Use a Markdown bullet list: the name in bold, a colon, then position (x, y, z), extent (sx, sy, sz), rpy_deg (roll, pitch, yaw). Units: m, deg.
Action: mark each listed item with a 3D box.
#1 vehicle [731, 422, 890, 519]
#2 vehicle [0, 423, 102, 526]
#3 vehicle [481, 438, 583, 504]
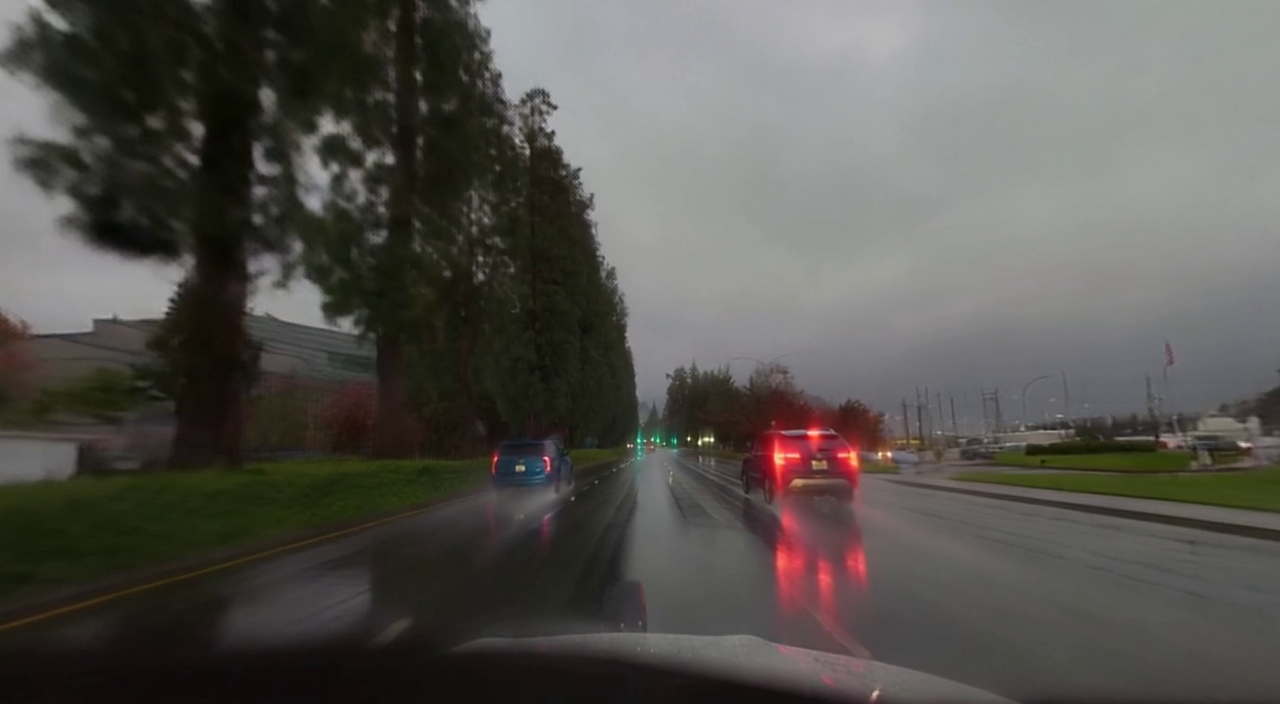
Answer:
- **vehicle**: position (3.519, 2.561, 14.141), extent (2.087, 1.759, 5.040), rpy_deg (0, -8, -1)
- **vehicle**: position (-19.828, 3.289, 16.496), extent (2.891, 2.907, 9.406), rpy_deg (0, -9, 1)
- **vehicle**: position (-2.904, 3.304, 17.920), extent (2.025, 1.635, 4.293), rpy_deg (0, -8, 1)
